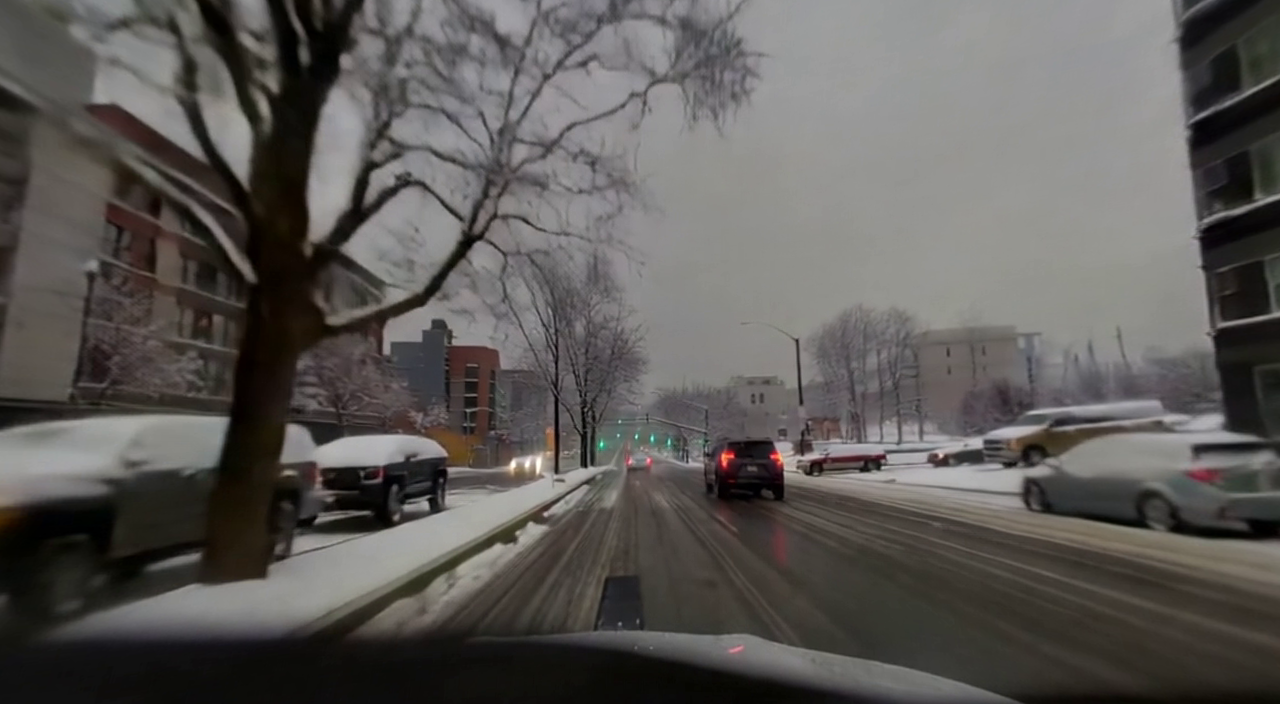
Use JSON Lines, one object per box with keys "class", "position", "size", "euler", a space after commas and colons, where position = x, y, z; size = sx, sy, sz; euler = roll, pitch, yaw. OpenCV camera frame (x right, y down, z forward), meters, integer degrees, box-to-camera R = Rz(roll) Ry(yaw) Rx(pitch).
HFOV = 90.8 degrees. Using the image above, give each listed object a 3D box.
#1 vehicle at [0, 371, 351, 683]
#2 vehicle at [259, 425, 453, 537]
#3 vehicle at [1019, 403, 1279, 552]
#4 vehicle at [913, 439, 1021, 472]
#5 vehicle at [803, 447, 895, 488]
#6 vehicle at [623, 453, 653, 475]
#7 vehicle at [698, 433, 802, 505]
{"class": "vehicle", "position": [-4.838, 1.305, 5.512], "size": [2.009, 1.837, 5.590], "euler": [0, -8, 0]}
{"class": "vehicle", "position": [-5.482, 2.518, 13.005], "size": [2.080, 1.857, 4.456], "euler": [0, -8, -3]}
{"class": "vehicle", "position": [8.964, 1.993, 10.757], "size": [1.939, 1.927, 4.833], "euler": [0, -8, -1]}
{"class": "vehicle", "position": [16.914, 5.352, 32.782], "size": [4.612, 1.632, 1.858], "euler": [1, -8, -6]}
{"class": "vehicle", "position": [8.683, 4.820, 26.804], "size": [1.940, 1.512, 5.129], "euler": [0, -8, -3]}
{"class": "vehicle", "position": [-0.197, 8.180, 46.360], "size": [2.059, 1.492, 4.033], "euler": [0, -8, -2]}
{"class": "vehicle", "position": [3.083, 3.418, 18.934], "size": [2.129, 1.844, 4.767], "euler": [0, -8, -2]}
